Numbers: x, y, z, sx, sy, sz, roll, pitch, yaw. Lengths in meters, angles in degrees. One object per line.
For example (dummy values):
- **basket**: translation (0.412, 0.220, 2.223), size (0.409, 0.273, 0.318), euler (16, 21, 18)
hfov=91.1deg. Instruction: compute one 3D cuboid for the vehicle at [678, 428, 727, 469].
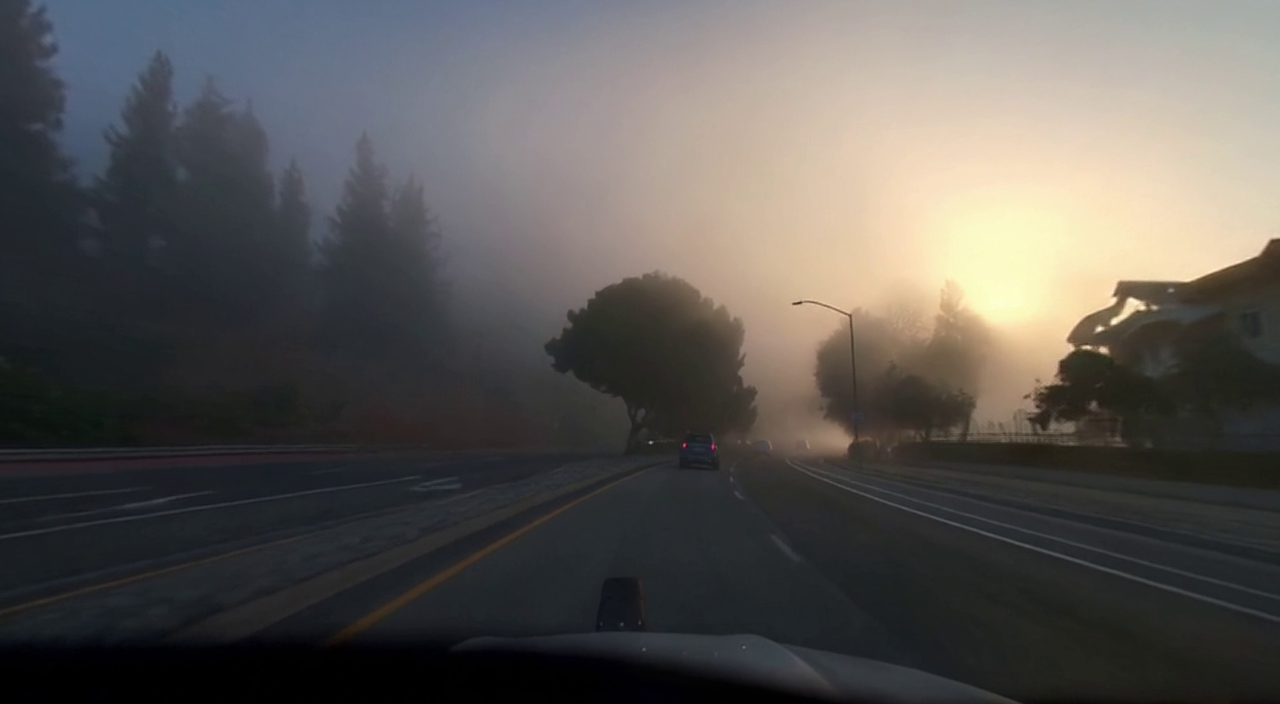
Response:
- **vehicle**: translation (3.365, 5.041, 32.999), size (2.072, 2.002, 4.391), euler (-1, -8, 12)
